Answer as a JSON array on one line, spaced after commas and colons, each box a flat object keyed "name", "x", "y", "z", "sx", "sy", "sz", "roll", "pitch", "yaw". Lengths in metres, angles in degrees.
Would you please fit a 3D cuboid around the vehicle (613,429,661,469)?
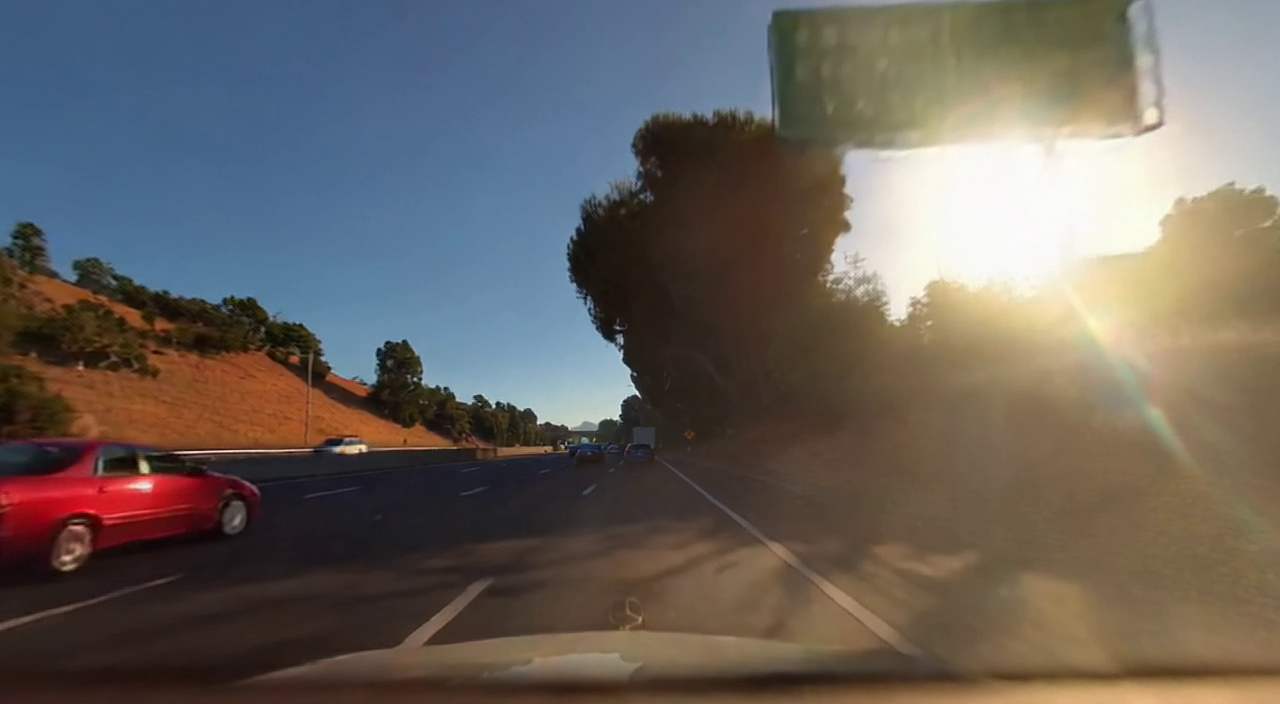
[{"name": "vehicle", "x": -0.144, "y": 5.113, "z": 33.252, "sx": 2.309, "sy": 1.915, "sz": 5.130, "roll": 0, "pitch": -8, "yaw": 0}]

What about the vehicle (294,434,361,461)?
[{"name": "vehicle", "x": -20.996, "y": 6.440, "z": 42.660, "sx": 2.125, "sy": 1.709, "sz": 4.642, "roll": 0, "pitch": -8, "yaw": 0}]

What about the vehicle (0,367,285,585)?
[{"name": "vehicle", "x": -6.940, "y": 1.362, "z": 7.303, "sx": 2.323, "sy": 1.947, "sz": 5.672, "roll": 0, "pitch": -8, "yaw": 0}]
